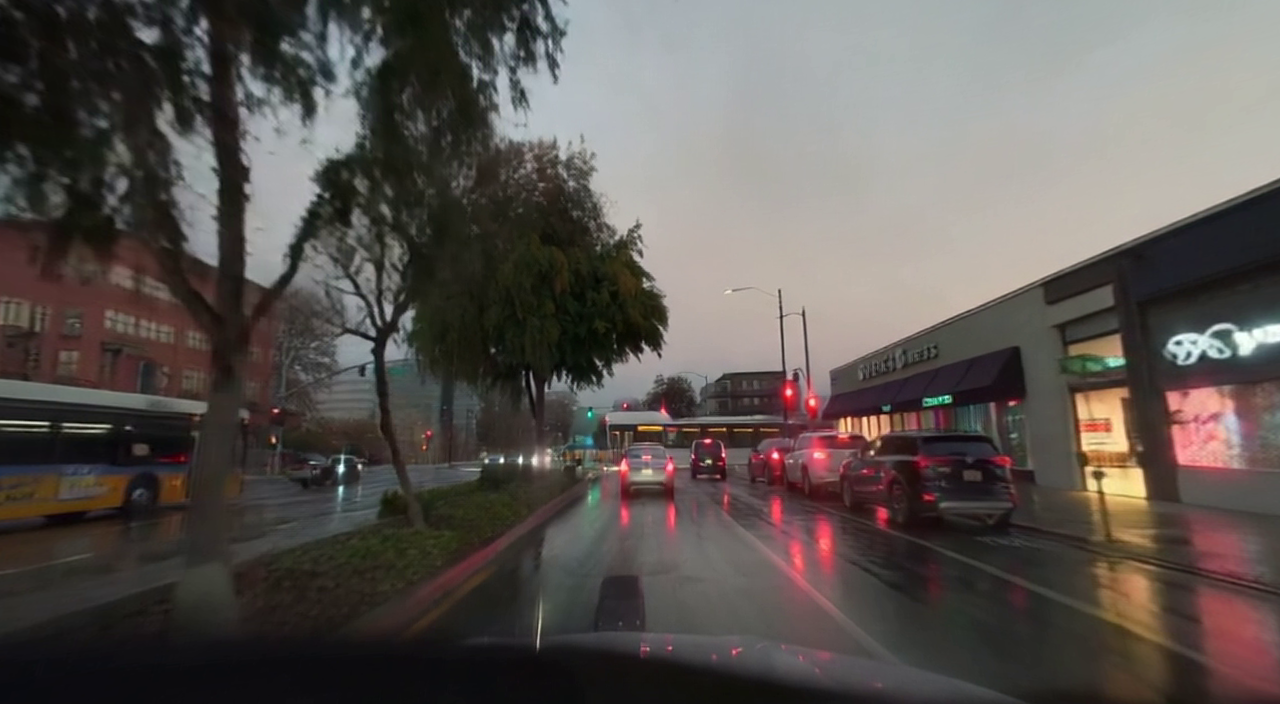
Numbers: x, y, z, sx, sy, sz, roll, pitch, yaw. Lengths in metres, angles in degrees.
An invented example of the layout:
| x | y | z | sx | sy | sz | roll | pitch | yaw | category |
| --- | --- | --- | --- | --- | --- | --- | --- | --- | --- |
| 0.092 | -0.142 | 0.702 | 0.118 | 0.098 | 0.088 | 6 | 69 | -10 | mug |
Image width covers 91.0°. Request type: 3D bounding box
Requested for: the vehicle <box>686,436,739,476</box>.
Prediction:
| x | y | z | sx | sy | sz | roll | pitch | yaw | category |
| --- | --- | --- | --- | --- | --- | --- | --- | --- | --- |
| 3.294 | 4.843 | 29.443 | 2.222 | 1.688 | 3.952 | 0 | -9 | 3 | vehicle |

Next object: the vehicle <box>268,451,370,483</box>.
| x | y | z | sx | sy | sz | roll | pitch | yaw | category |
| --- | --- | --- | --- | --- | --- | --- | --- | --- | --- |
| -19.650 | 7.019 | 38.667 | 5.016 | 1.792 | 2.250 | -1 | -9 | 7 | vehicle |

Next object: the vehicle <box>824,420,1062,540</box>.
| x | y | z | sx | sy | sz | roll | pitch | yaw | category |
| --- | --- | --- | --- | --- | --- | --- | --- | --- | --- |
| 4.975 | 2.164 | 11.210 | 2.014 | 1.681 | 4.332 | 0 | -9 | -1 | vehicle |

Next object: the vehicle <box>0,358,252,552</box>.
| x | y | z | sx | sy | sz | roll | pitch | yaw | category |
| --- | --- | --- | --- | --- | --- | --- | --- | --- | --- |
| -12.863 | 1.896 | 11.664 | 3.356 | 3.365 | 12.460 | 0 | -9 | 0 | vehicle |

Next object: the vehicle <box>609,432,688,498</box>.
| x | y | z | sx | sy | sz | roll | pitch | yaw | category |
| --- | --- | --- | --- | --- | --- | --- | --- | --- | --- |
| 0.174 | 3.356 | 19.049 | 2.089 | 1.699 | 4.650 | 1 | -9 | -1 | vehicle |
